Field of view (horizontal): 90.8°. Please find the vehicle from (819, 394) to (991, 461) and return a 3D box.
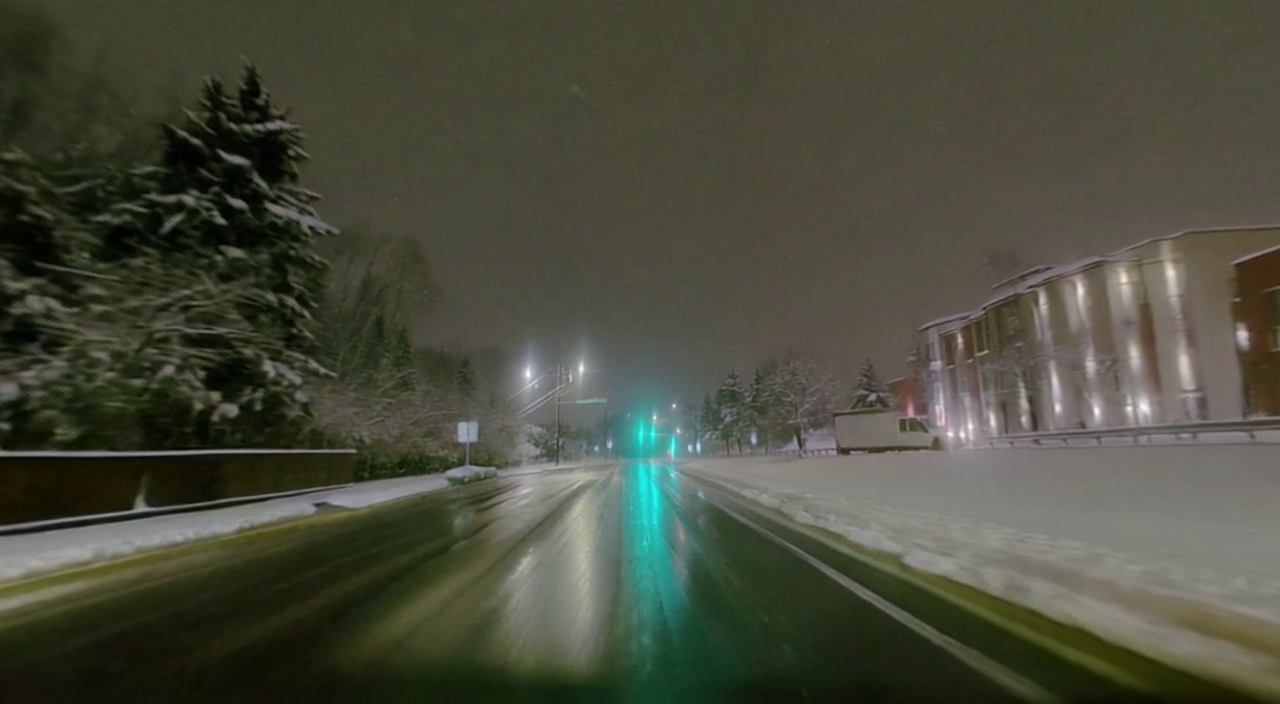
[{"bbox_3d":[18.909,6.165,48.371,3.411,3.967,20.452,-1,-9,-3],"label":"vehicle"}]
